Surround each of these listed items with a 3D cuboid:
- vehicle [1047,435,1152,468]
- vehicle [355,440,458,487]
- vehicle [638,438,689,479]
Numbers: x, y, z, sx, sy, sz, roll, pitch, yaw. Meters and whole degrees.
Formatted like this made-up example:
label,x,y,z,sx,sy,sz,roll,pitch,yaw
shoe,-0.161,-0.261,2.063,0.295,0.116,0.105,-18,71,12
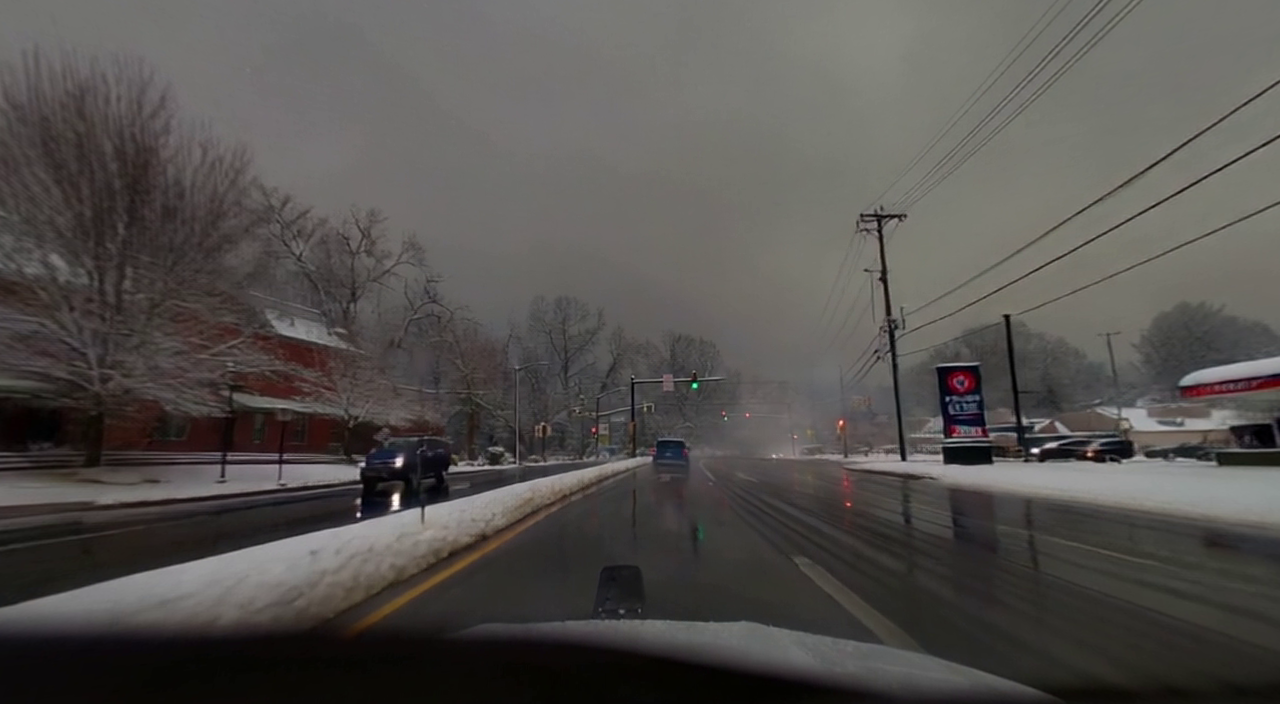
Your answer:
label,x,y,z,sx,sy,sz,roll,pitch,yaw
vehicle,25.764,5.588,35.523,4.510,1.733,2.066,1,-9,-9
vehicle,-10.086,4.836,27.798,2.159,1.850,4.944,-1,-9,7
vehicle,1.059,4.525,27.035,2.032,1.621,4.082,-1,-9,4
